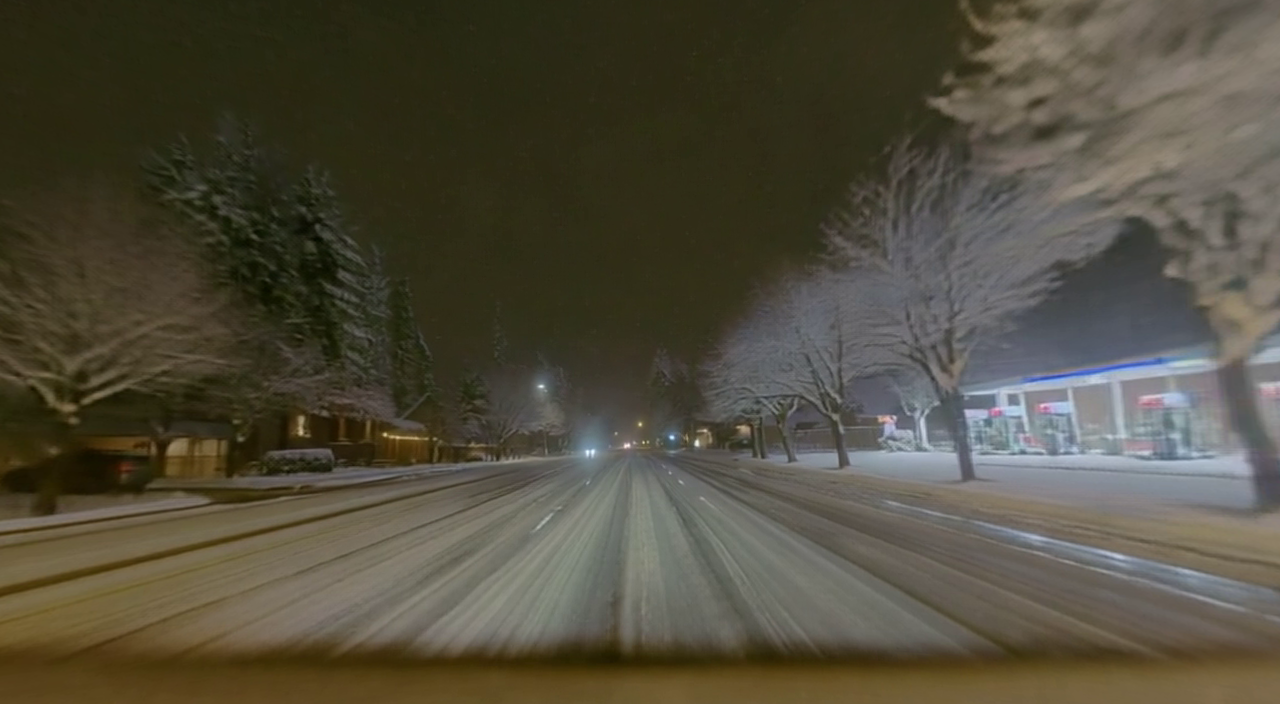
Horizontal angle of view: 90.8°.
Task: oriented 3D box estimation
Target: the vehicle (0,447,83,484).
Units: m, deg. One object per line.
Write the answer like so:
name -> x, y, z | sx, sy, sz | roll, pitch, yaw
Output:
vehicle -> -32.982, 5.966, 33.662 | 2.186, 1.811, 4.848 | 0, -9, -1

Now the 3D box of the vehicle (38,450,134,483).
vehicle -> -30.198, 6.228, 34.620 | 1.881, 1.444, 4.046 | -3, -7, -5
